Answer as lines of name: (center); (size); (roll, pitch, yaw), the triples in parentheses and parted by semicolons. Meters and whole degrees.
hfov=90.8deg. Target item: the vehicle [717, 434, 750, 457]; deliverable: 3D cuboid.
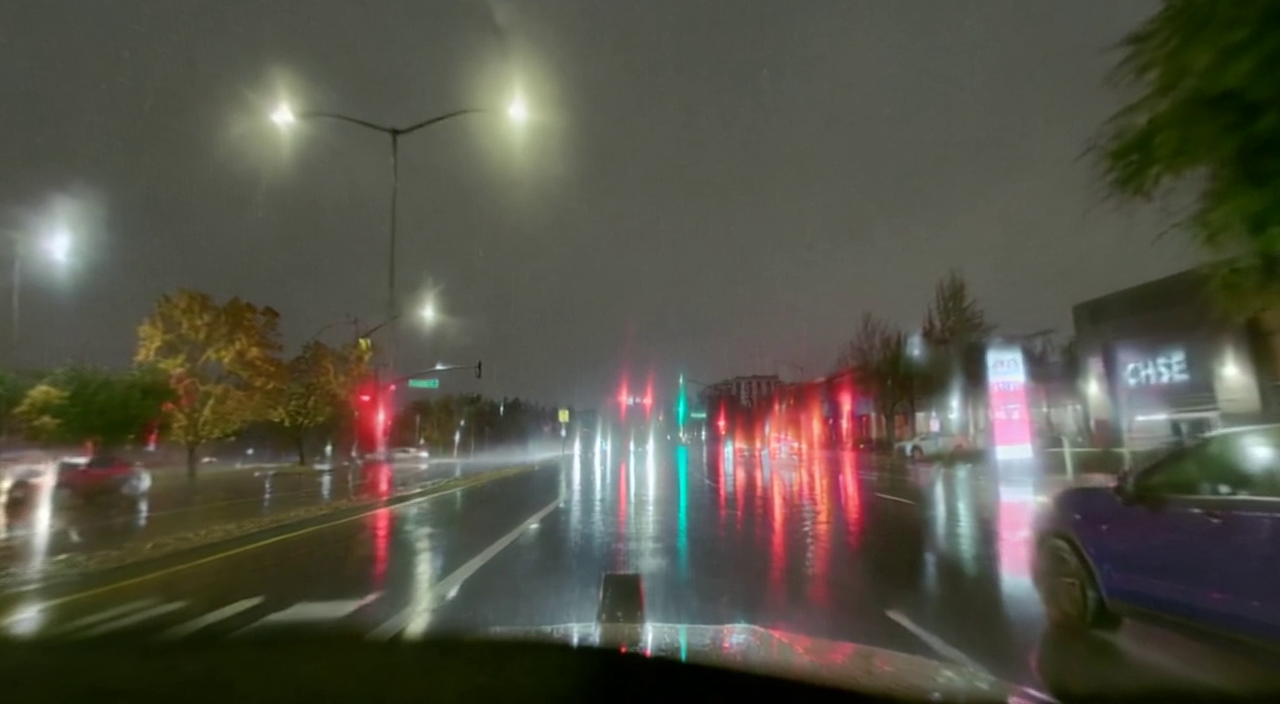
vehicle: (7.212, 7.303, 49.144); (1.894, 1.693, 4.110); (0, -8, -1)

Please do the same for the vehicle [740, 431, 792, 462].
vehicle: (7.375, 5.599, 37.444); (2.068, 1.731, 4.752); (0, -8, -1)

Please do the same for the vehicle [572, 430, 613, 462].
vehicle: (-2.791, 5.740, 38.499); (2.064, 1.825, 4.760); (0, -8, 1)

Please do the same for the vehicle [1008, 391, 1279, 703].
vehicle: (3.742, 0.875, 2.504); (1.861, 1.473, 4.393); (0, -8, -1)

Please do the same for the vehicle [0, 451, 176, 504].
vehicle: (-18.069, 4.060, 20.901); (1.865, 1.460, 4.693); (0, -8, -1)

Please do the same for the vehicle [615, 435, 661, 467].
vehicle: (-0.092, 4.884, 31.271); (2.097, 1.480, 4.006); (0, -8, 0)
